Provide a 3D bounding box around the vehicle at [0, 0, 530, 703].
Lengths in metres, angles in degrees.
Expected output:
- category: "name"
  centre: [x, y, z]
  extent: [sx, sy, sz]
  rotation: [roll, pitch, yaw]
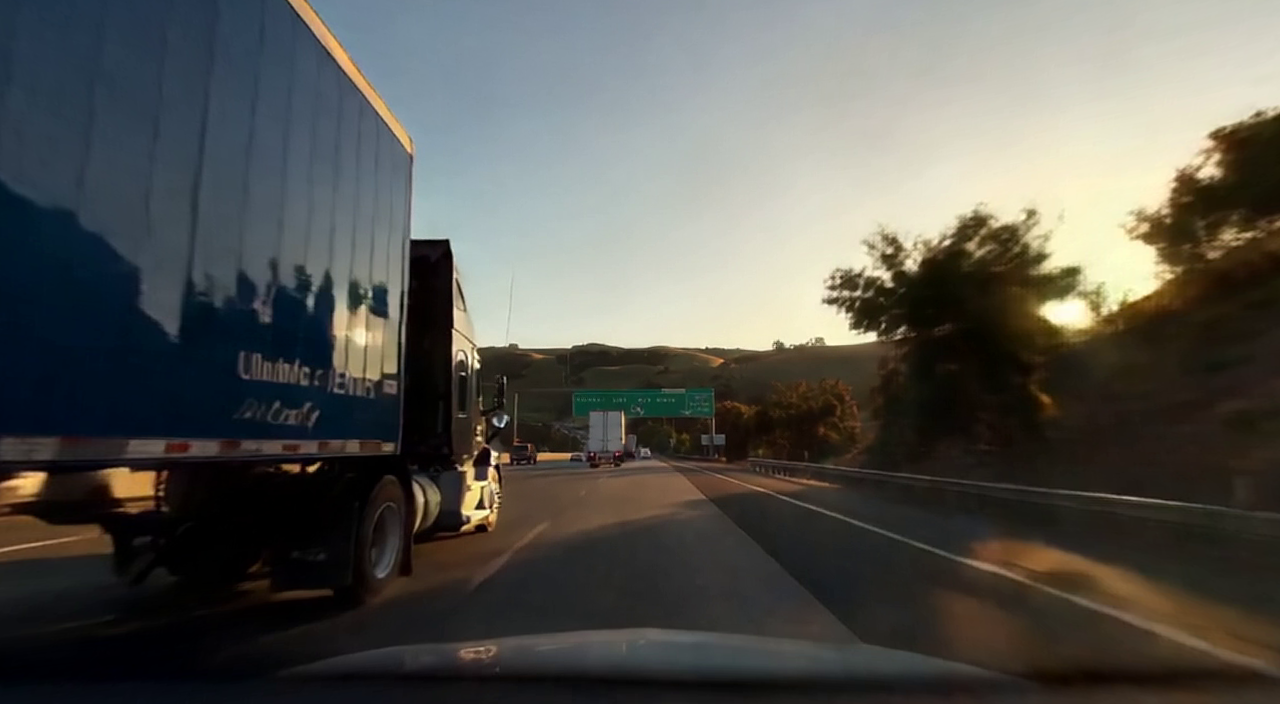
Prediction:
- category: "vehicle"
  centre: [-3.214, 0.252, 5.968]
  extent: [2.958, 4.002, 7.575]
  rotation: [0, -8, 0]
